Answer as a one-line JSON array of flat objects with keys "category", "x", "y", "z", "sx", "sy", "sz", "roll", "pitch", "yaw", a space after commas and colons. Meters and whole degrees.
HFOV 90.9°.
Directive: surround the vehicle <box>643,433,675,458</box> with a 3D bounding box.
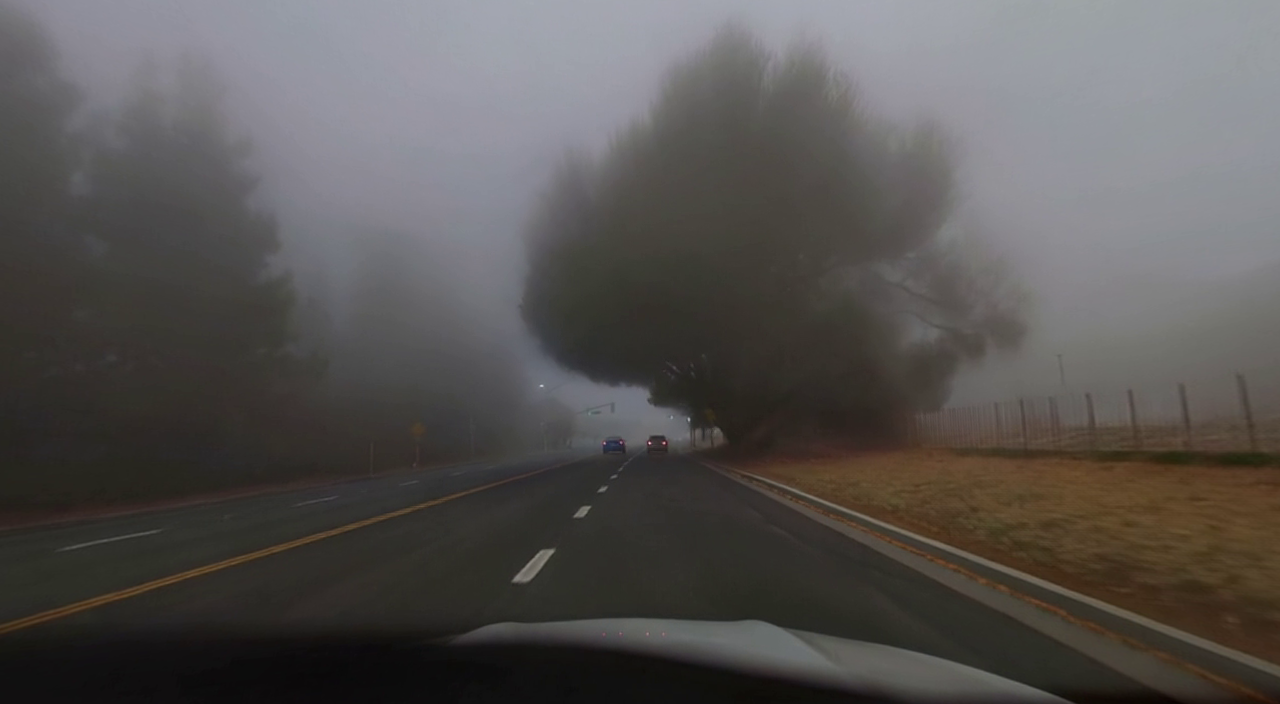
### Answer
[{"category": "vehicle", "x": 1.320, "y": 6.668, "z": 44.956, "sx": 2.127, "sy": 1.665, "sz": 3.993, "roll": 0, "pitch": -8, "yaw": 1}]
